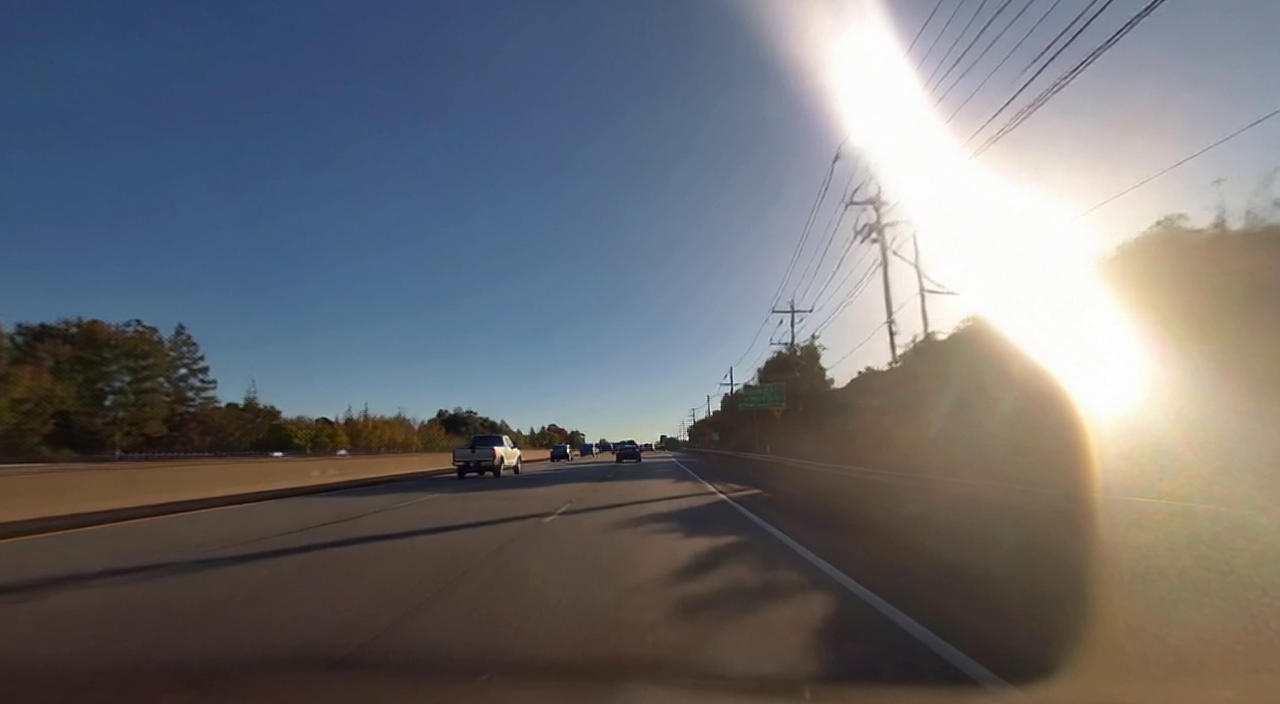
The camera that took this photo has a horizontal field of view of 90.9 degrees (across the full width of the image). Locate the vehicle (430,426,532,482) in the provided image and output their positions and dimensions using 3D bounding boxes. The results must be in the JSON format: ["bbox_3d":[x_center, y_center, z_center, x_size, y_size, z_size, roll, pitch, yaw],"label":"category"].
[{"bbox_3d":[-6.317,4.167,26.131,2.460,1.992,6.474,0,-8,1],"label":"vehicle"}]

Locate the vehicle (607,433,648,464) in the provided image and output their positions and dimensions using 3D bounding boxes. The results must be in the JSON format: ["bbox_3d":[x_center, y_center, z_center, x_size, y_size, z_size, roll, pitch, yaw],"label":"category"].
[{"bbox_3d":[-0.801,6.655,43.575,2.448,2.025,5.193,-1,-8,3],"label":"vehicle"}]
